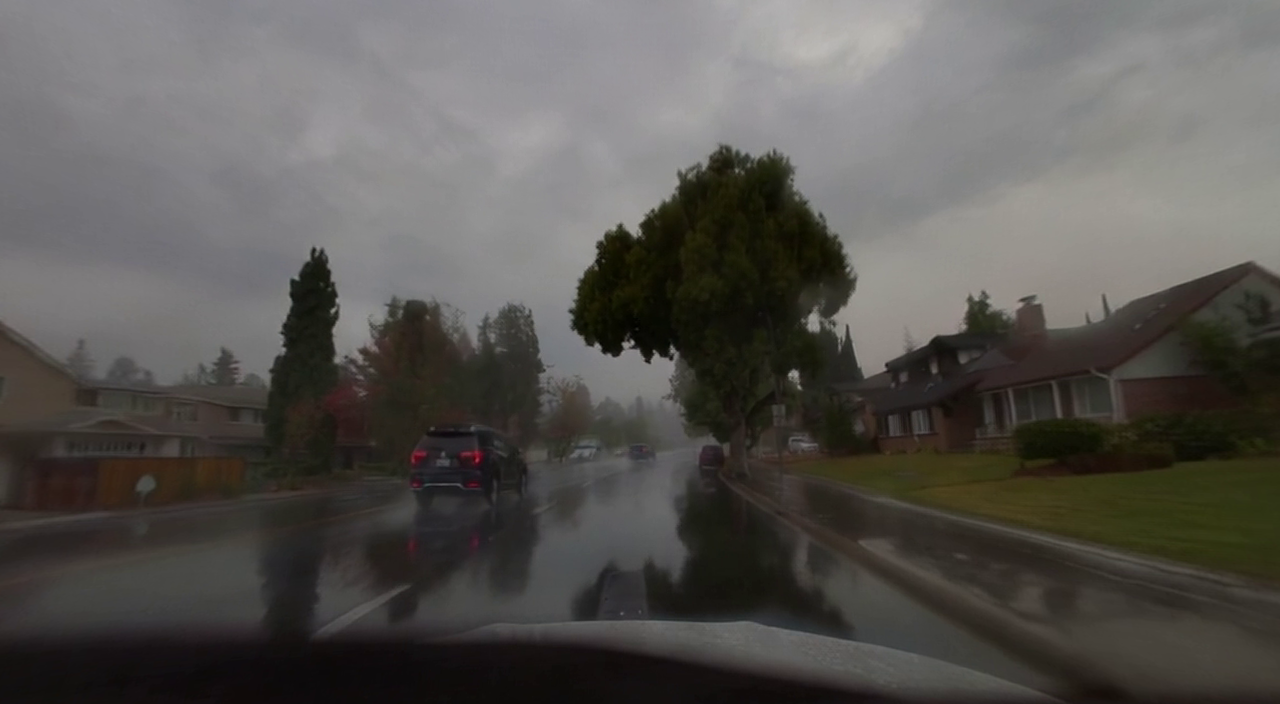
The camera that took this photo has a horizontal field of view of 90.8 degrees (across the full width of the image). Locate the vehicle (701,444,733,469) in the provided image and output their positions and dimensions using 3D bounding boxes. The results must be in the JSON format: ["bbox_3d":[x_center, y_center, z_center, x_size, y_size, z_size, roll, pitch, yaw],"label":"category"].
[{"bbox_3d":[5.523,7.399,44.840,2.040,1.643,4.446,-1,-9,9],"label":"vehicle"}]

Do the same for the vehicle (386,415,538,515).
[{"bbox_3d":[-4.159,2.756,15.894,2.085,2.084,5.133,-1,-8,3],"label":"vehicle"}]
